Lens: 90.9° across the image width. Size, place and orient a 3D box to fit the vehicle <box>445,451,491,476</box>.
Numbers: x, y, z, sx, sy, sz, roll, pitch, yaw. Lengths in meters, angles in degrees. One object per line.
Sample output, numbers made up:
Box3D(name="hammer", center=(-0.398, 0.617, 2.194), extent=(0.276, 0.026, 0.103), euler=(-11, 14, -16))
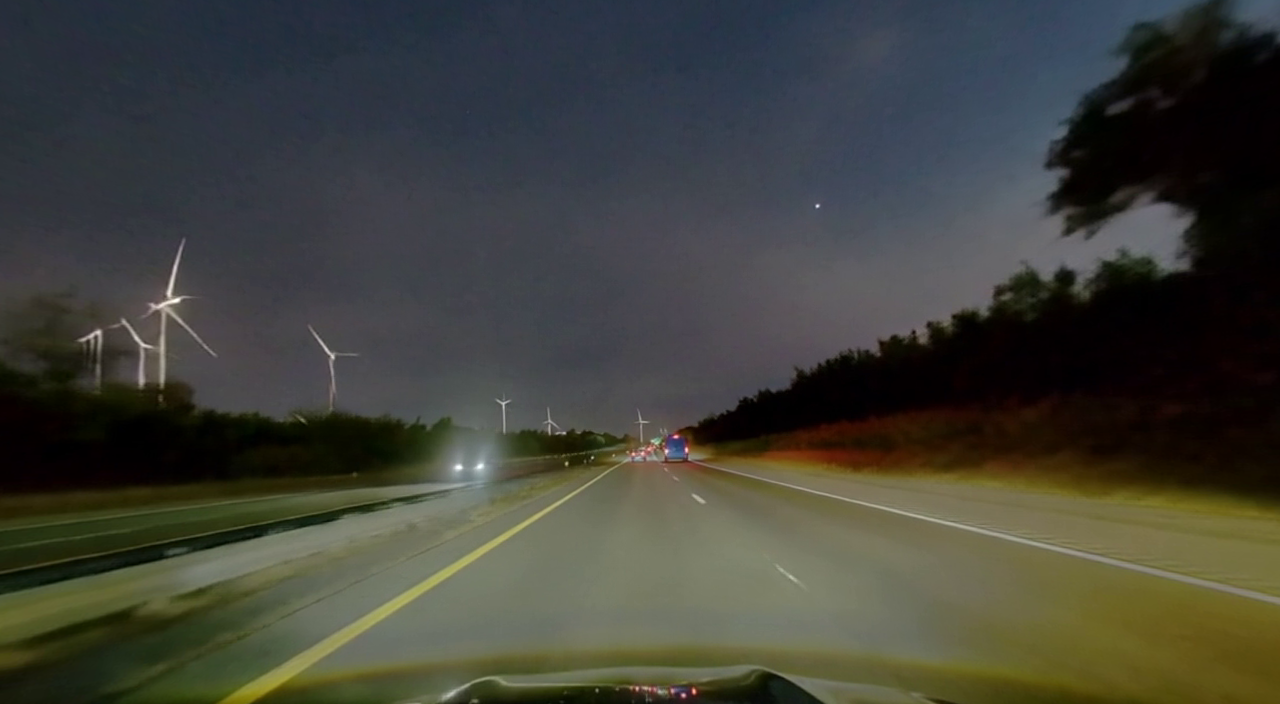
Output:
Box3D(name="vehicle", center=(-12.407, 8.044, 45.648), extent=(1.999, 1.666, 4.506), euler=(0, -9, 0))
